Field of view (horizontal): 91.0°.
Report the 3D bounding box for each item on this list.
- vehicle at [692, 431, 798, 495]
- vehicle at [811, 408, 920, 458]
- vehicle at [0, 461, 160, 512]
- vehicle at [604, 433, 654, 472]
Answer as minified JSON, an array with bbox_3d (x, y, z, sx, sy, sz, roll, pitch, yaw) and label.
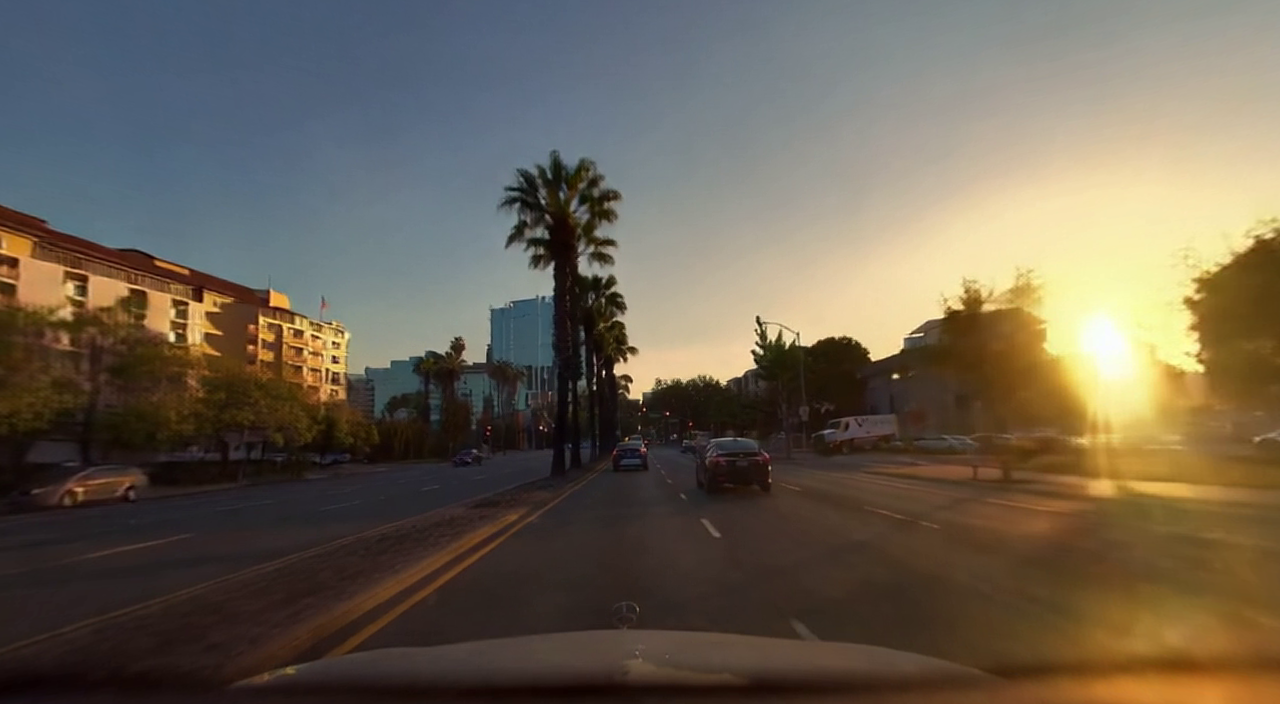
[{"bbox_3d":[2.867,3.182,18.424,2.195,1.590,4.668,0,-9,-1],"label":"vehicle"},{"bbox_3d":[17.334,6.312,48.718,7.270,3.743,2.677,1,-9,-4],"label":"vehicle"},{"bbox_3d":[-19.363,4.566,21.817,1.847,1.466,4.530,0,-8,-1],"label":"vehicle"},{"bbox_3d":[-0.538,4.944,31.104,2.277,1.816,4.192,0,-8,-1],"label":"vehicle"}]
